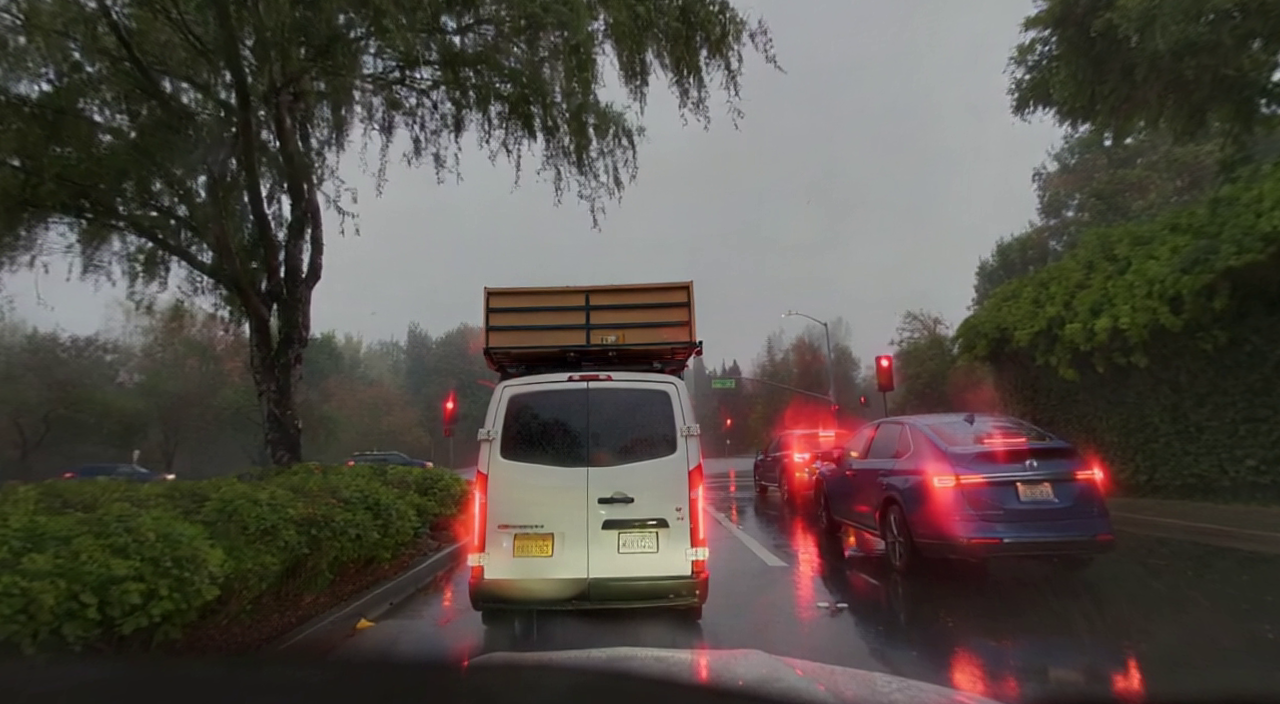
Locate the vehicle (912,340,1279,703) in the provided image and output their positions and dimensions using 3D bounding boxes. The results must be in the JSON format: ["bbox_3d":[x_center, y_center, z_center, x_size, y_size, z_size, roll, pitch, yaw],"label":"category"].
[{"bbox_3d":[3.464,0.936,3.413,1.965,1.671,4.146,0,-9,-3],"label":"vehicle"}]

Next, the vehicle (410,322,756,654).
[{"bbox_3d":[-0.360,1.154,6.197,2.145,2.089,4.309,0,-9,0],"label":"vehicle"}]

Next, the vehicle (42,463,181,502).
[{"bbox_3d":[-24.267,5.982,29.174,4.501,1.613,1.852,1,-9,-8],"label":"vehicle"}]

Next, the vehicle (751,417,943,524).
[{"bbox_3d":[3.703,2.214,12.287,2.024,1.692,4.252,1,-9,-4],"label":"vehicle"}]

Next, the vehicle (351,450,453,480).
[{"bbox_3d":[-12.560,5.945,33.425,4.708,1.474,1.871,5,-10,-30],"label":"vehicle"}]
